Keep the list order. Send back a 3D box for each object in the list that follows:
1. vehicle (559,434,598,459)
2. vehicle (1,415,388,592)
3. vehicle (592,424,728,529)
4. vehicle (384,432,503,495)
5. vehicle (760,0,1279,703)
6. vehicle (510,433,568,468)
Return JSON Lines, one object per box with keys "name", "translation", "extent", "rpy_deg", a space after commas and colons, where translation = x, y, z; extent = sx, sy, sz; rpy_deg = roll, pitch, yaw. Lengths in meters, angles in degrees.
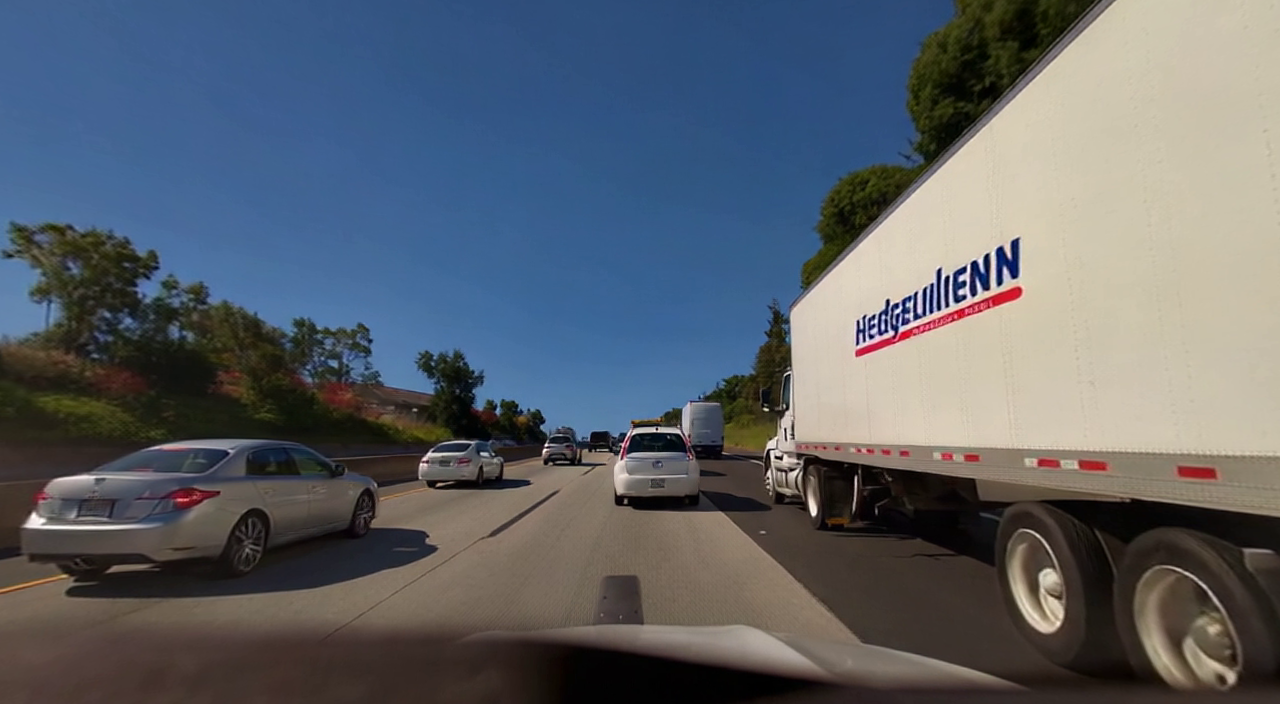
{"name": "vehicle", "translation": [-3.956, 6.142, 41.192], "extent": [2.005, 1.475, 4.466], "rpy_deg": [0, -8, 1]}
{"name": "vehicle", "translation": [-4.607, 1.564, 7.355], "extent": [1.821, 1.514, 3.677], "rpy_deg": [0, -8, -1]}
{"name": "vehicle", "translation": [0.284, 2.044, 10.973], "extent": [1.973, 1.505, 3.568], "rpy_deg": [0, -8, 0]}
{"name": "vehicle", "translation": [-5.072, 2.898, 16.875], "extent": [1.880, 1.458, 3.978], "rpy_deg": [0, -8, 0]}
{"name": "vehicle", "translation": [3.974, 0.100, 5.828], "extent": [2.817, 3.989, 14.321], "rpy_deg": [0, -8, -1]}
{"name": "vehicle", "translation": [-4.624, 4.545, 29.394], "extent": [1.887, 1.493, 4.411], "rpy_deg": [0, -8, 1]}
